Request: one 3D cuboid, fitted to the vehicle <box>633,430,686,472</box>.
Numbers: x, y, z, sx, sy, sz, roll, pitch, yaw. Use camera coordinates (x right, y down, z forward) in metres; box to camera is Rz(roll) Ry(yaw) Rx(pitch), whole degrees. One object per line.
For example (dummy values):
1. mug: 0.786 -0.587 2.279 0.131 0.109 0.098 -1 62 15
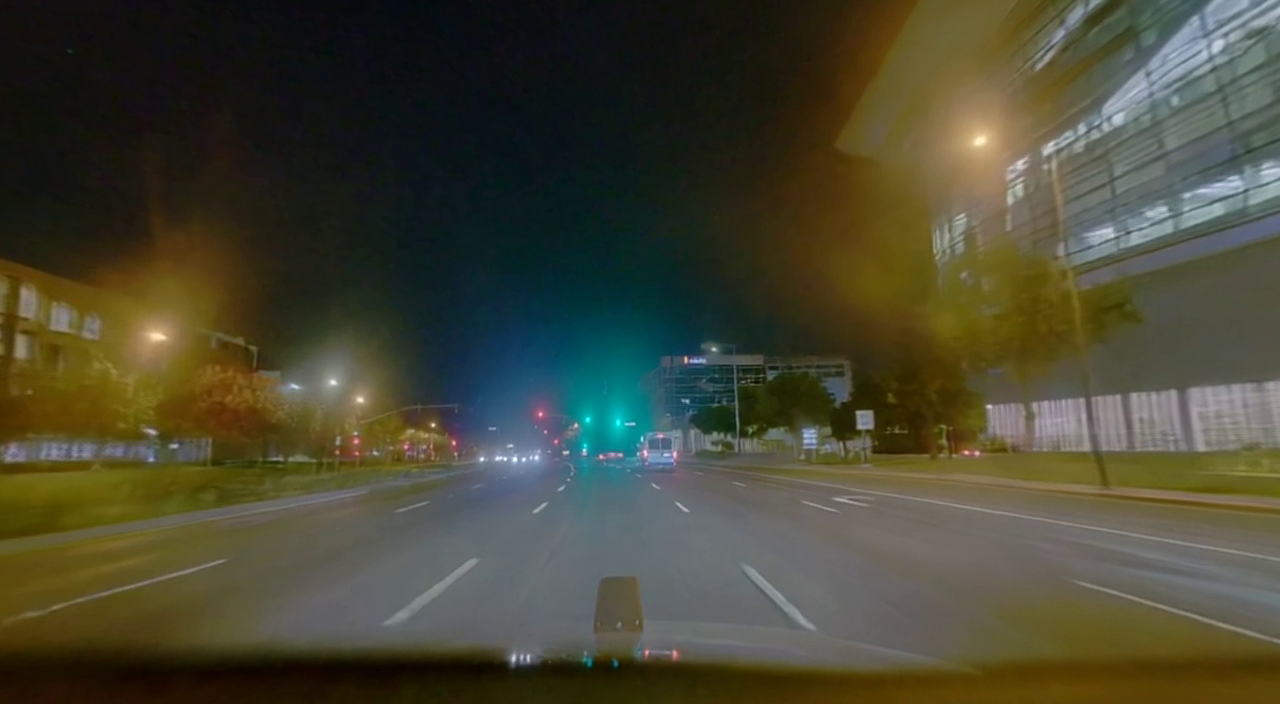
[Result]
1. vehicle: 1.012 5.723 36.526 2.339 2.244 4.817 1 -9 -7
